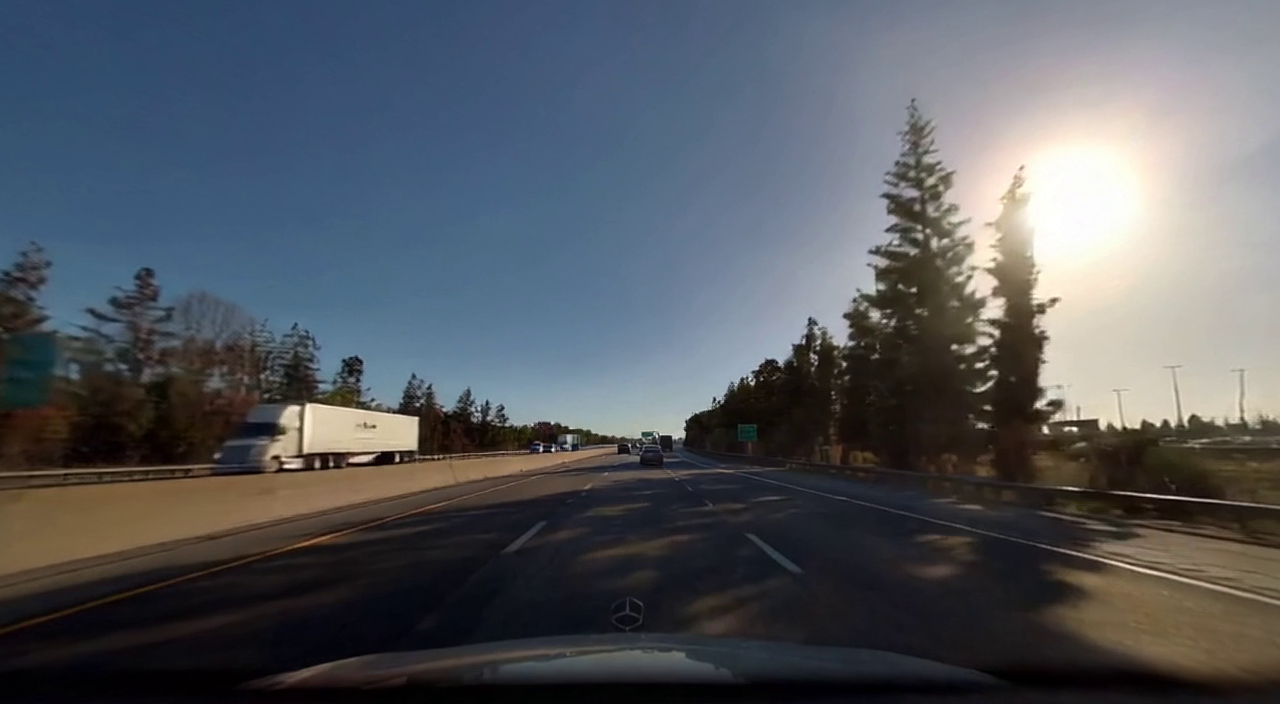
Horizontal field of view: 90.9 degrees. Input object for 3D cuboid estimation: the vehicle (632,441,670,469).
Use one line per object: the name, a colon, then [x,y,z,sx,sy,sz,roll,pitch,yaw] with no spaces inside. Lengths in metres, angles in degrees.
vehicle: [0.632,6.412,39.381,2.231,1.652,4.503,0,-9,-1]

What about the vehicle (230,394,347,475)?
vehicle: [-19.506,4.706,35.504,2.990,4.168,5.864,0,-9,1]
